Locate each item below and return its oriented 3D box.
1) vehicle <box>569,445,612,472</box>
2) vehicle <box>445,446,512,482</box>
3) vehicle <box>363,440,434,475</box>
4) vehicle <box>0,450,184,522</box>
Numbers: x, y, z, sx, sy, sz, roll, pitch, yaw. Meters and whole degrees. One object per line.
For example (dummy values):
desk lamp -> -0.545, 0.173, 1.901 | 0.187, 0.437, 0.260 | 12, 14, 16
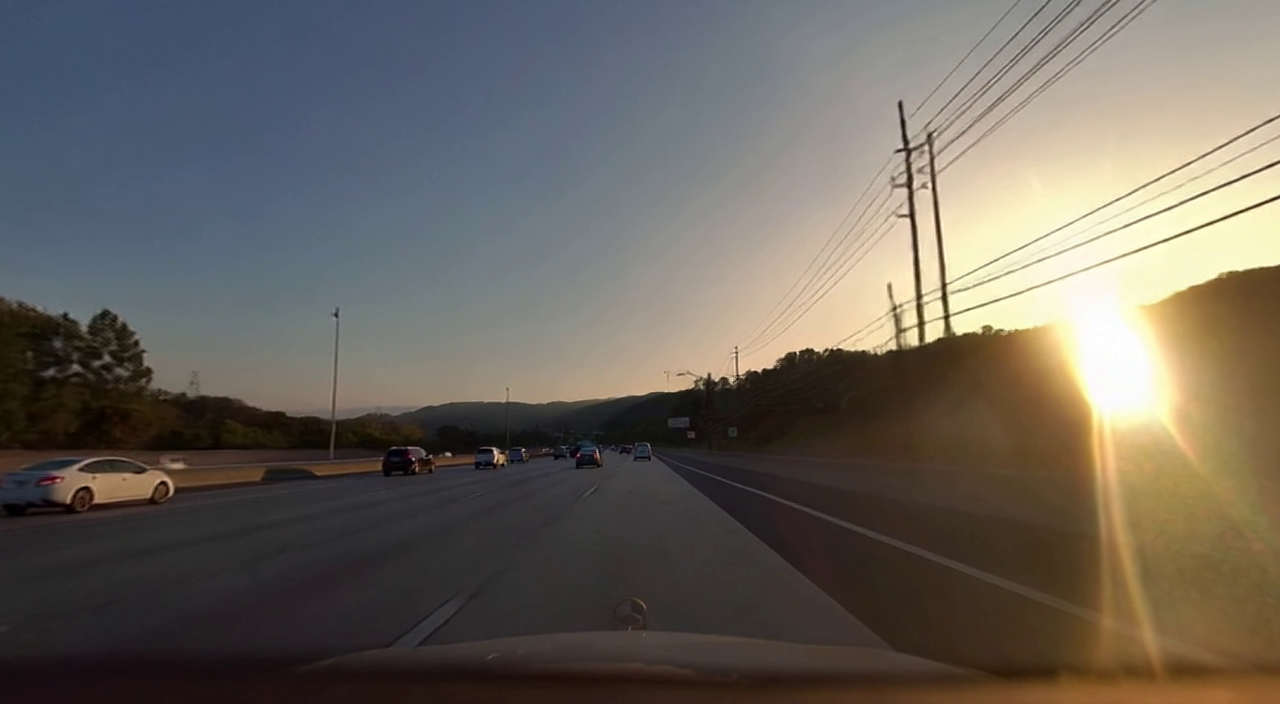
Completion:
vehicle -> -2.800, 6.168, 36.601 | 2.064, 1.446, 4.409 | 0, -9, 0
vehicle -> -7.274, 5.069, 28.848 | 1.899, 1.472, 4.202 | 0, -9, 1
vehicle -> -14.390, 6.315, 37.941 | 2.172, 1.946, 5.017 | 0, -9, 1
vehicle -> -14.300, 3.246, 15.933 | 1.885, 1.474, 4.849 | 0, -9, 1
